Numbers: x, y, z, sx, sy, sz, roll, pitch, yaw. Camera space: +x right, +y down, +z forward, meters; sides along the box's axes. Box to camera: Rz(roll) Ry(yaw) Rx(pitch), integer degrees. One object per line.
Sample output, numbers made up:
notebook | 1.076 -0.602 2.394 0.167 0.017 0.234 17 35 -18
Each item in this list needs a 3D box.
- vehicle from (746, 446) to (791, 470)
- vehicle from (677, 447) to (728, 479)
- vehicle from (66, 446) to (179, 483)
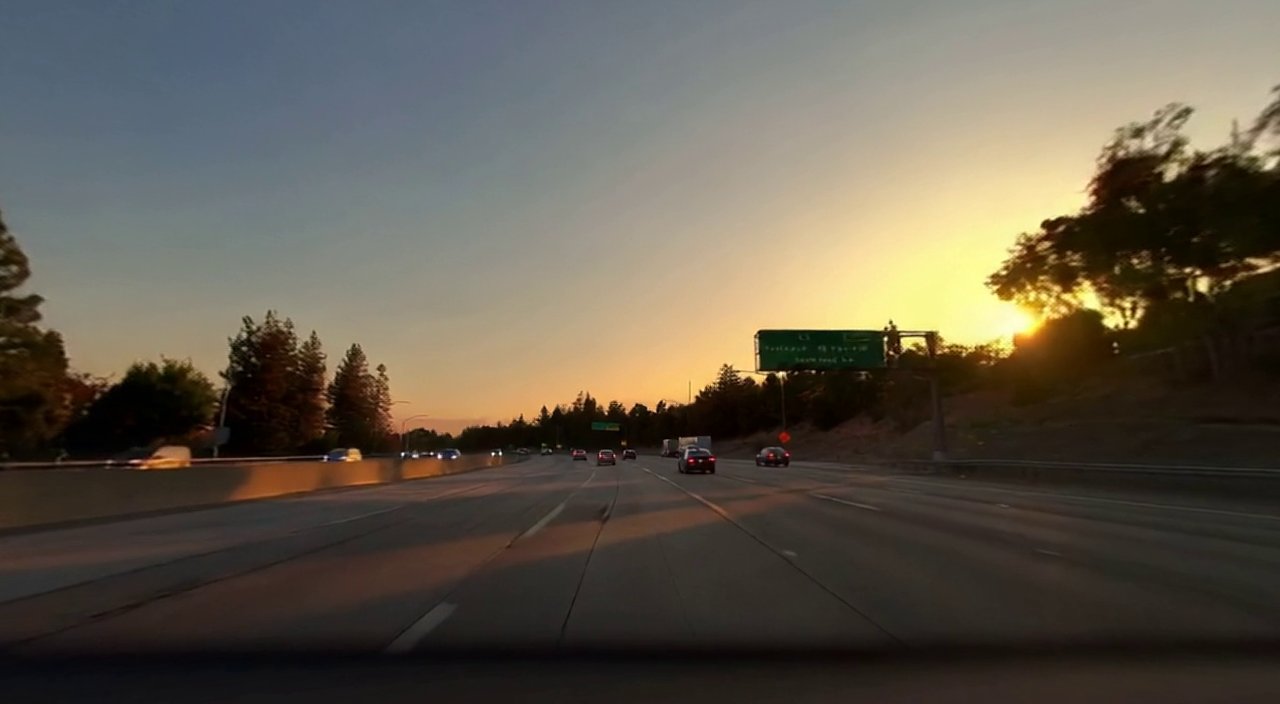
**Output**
vehicle | 9.368 7.804 46.287 1.909 1.634 4.739 1 -9 -6
vehicle | 3.206 5.808 33.122 1.975 1.562 3.823 1 -9 -5
vehicle | -28.991 6.328 35.573 2.106 1.879 5.124 0 -9 -2
